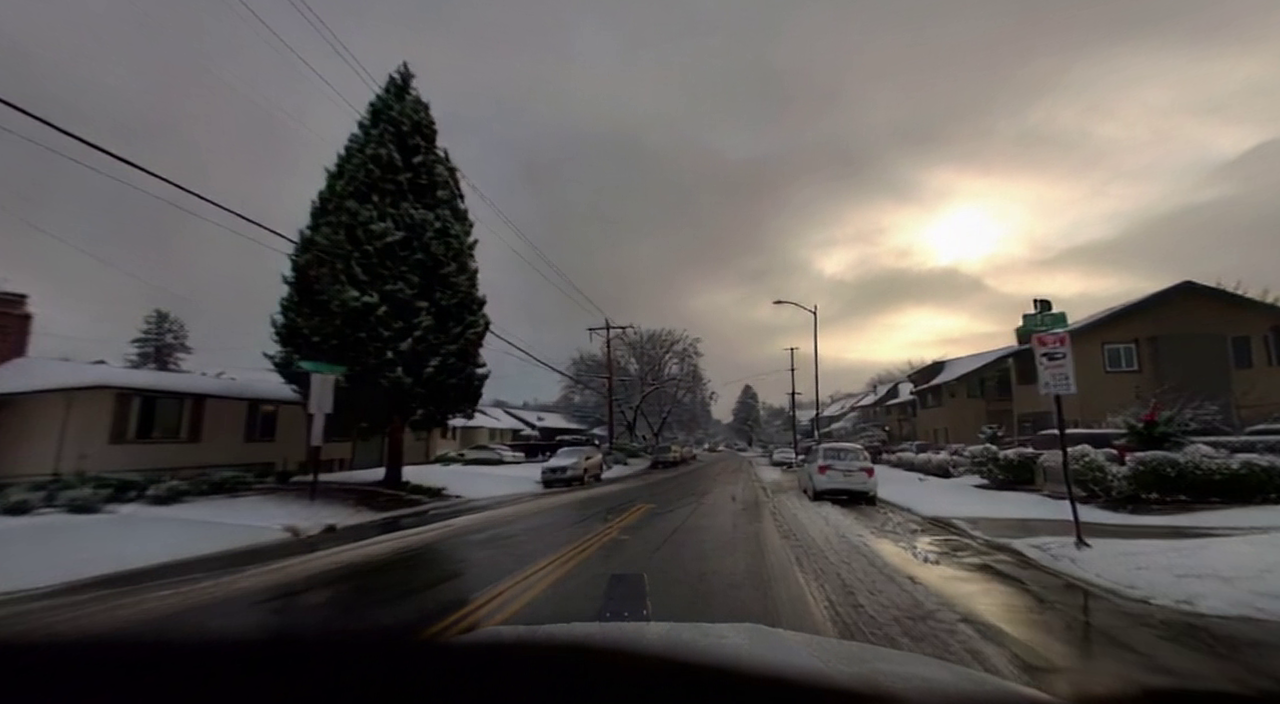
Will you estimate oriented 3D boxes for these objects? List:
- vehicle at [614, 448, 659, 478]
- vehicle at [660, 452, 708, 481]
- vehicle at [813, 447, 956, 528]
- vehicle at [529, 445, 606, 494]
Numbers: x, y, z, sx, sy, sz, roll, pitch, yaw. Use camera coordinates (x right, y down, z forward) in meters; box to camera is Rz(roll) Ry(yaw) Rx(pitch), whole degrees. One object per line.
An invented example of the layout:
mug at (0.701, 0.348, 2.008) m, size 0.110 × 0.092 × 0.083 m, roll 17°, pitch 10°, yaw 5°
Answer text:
vehicle at (-0.162, 7.377, 42.083) m, size 2.120 × 1.799 × 5.370 m, roll -2°, pitch -9°, yaw 9°
vehicle at (2.512, 6.271, 34.838) m, size 2.079 × 1.441 × 4.541 m, roll -2°, pitch -9°, yaw 11°
vehicle at (5.202, 2.882, 14.137) m, size 2.014 × 1.482 × 4.599 m, roll -1°, pitch -9°, yaw 9°
vehicle at (-2.909, 4.835, 26.312) m, size 2.027 × 1.695 × 4.437 m, roll -5°, pitch -9°, yaw 8°
